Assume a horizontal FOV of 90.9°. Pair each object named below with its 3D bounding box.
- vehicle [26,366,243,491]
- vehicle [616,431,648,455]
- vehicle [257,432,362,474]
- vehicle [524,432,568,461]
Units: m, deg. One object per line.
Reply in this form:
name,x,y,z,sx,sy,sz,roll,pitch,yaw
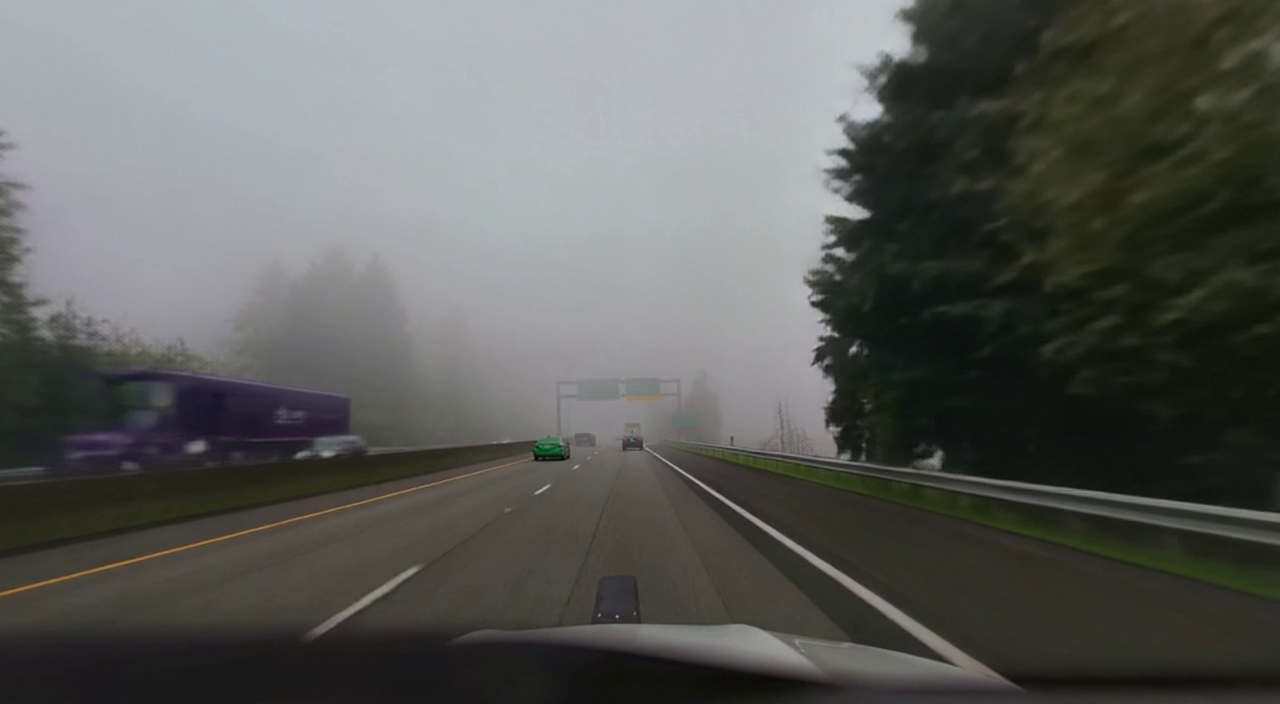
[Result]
vehicle,-17.930,2.798,22.998,2.987,3.956,5.796,0,-8,-2
vehicle,-0.579,6.398,44.389,2.139,1.561,4.060,0,-8,-1
vehicle,-13.193,4.035,25.528,1.890,1.523,4.519,0,-8,-2
vehicle,-5.095,5.142,34.486,1.959,1.514,3.668,0,-8,-2
